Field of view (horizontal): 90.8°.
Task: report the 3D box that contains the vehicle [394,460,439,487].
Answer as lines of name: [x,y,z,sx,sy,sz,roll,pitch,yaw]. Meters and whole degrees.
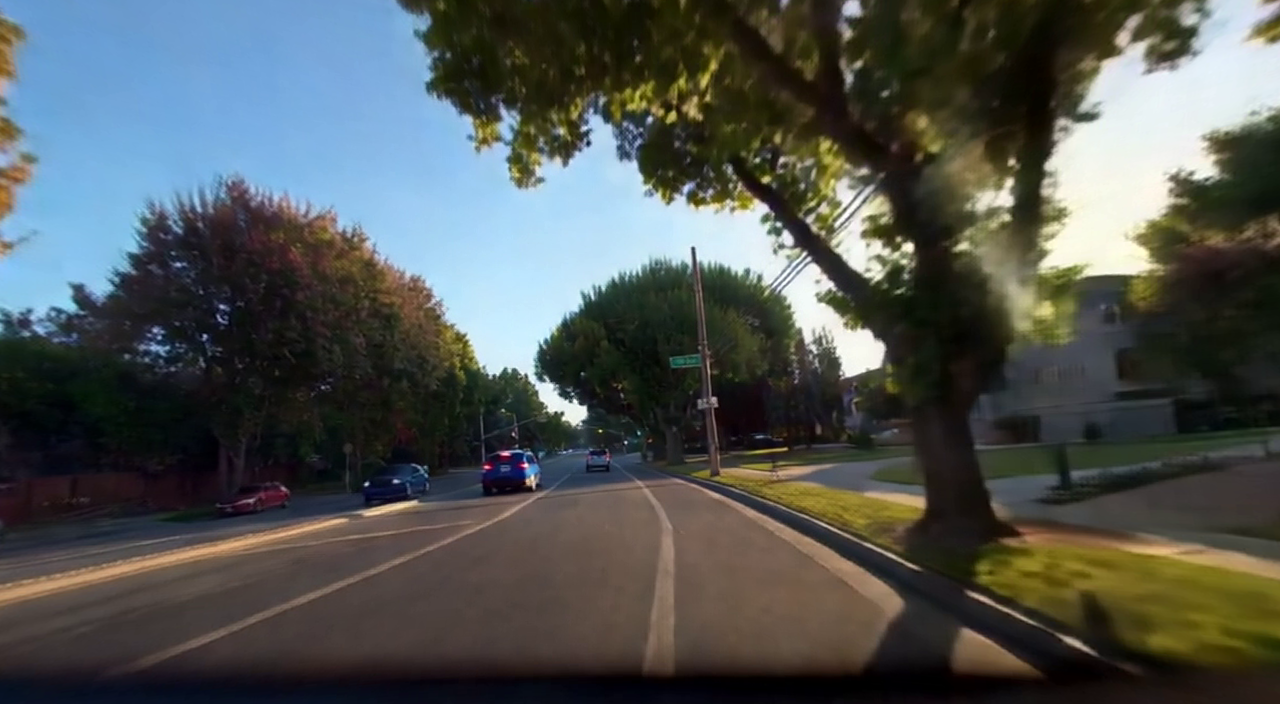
vehicle: [-17.532,9.548,49.748,1.996,1.886,4.692,0,-9,-3]

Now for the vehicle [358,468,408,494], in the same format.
vehicle: [-17.357,8.701,42.903,1.880,1.476,4.715,0,-8,-6]

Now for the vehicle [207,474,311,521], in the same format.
vehicle: [-16.287,6.203,27.296,1.874,1.392,4.633,-6,-8,-4]

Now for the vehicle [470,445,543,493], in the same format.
vehicle: [-5.287,4.685,25.696,2.097,1.755,4.336,0,-8,-1]
